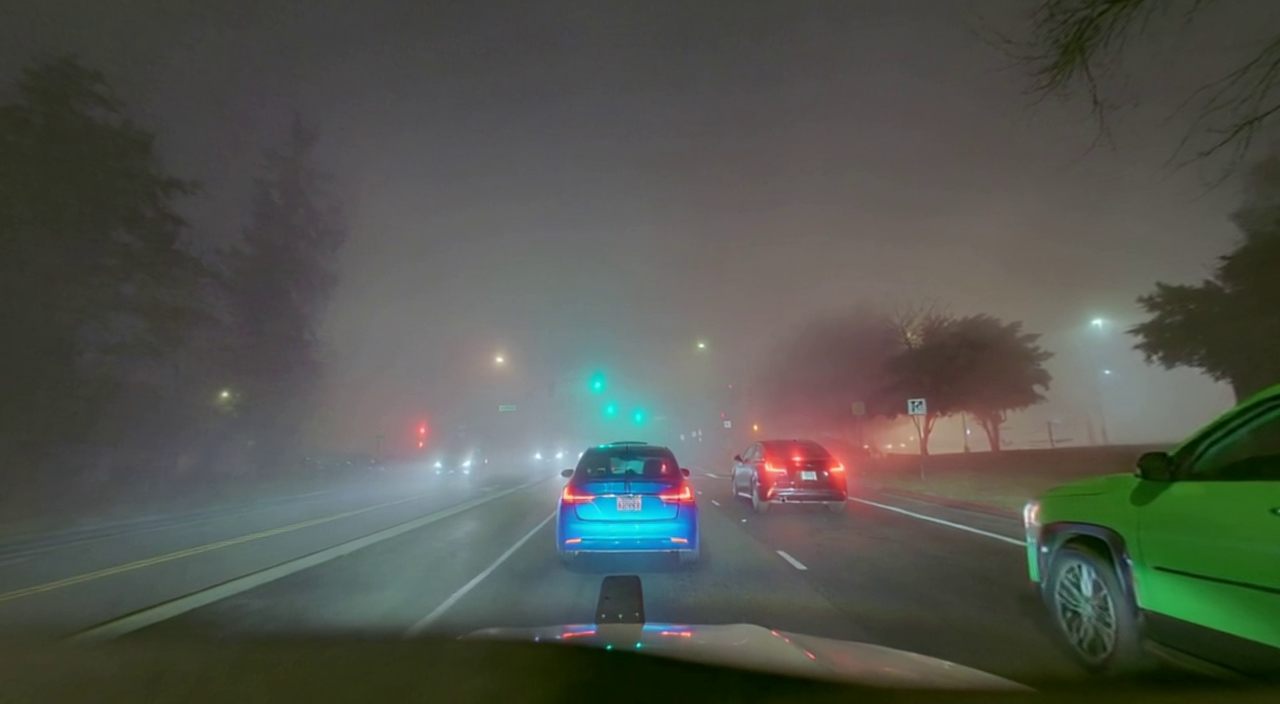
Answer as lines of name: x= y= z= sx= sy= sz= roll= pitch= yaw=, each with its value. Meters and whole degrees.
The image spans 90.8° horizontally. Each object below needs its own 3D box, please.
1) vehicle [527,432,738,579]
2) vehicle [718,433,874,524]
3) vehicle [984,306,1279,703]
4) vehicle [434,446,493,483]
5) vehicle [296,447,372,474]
vehicle: x=-0.118 y=1.901 z=8.692 sx=2.186 sy=1.500 sz=4.141 roll=0 pitch=-8 yaw=-1
vehicle: x=2.942 y=2.487 z=13.076 sx=1.971 sy=1.517 sz=4.521 roll=0 pitch=-8 yaw=-1
vehicle: x=3.378 y=0.675 z=2.054 sx=2.006 sy=1.766 sz=4.345 roll=0 pitch=-8 yaw=-1
vehicle: x=-9.080 y=5.786 z=32.846 sx=1.996 sy=1.680 sz=4.203 roll=-2 pitch=-8 yaw=-2
vehicle: x=-19.855 y=7.054 z=41.148 sx=3.957 sy=1.630 sz=1.881 roll=0 pitch=-8 yaw=0
